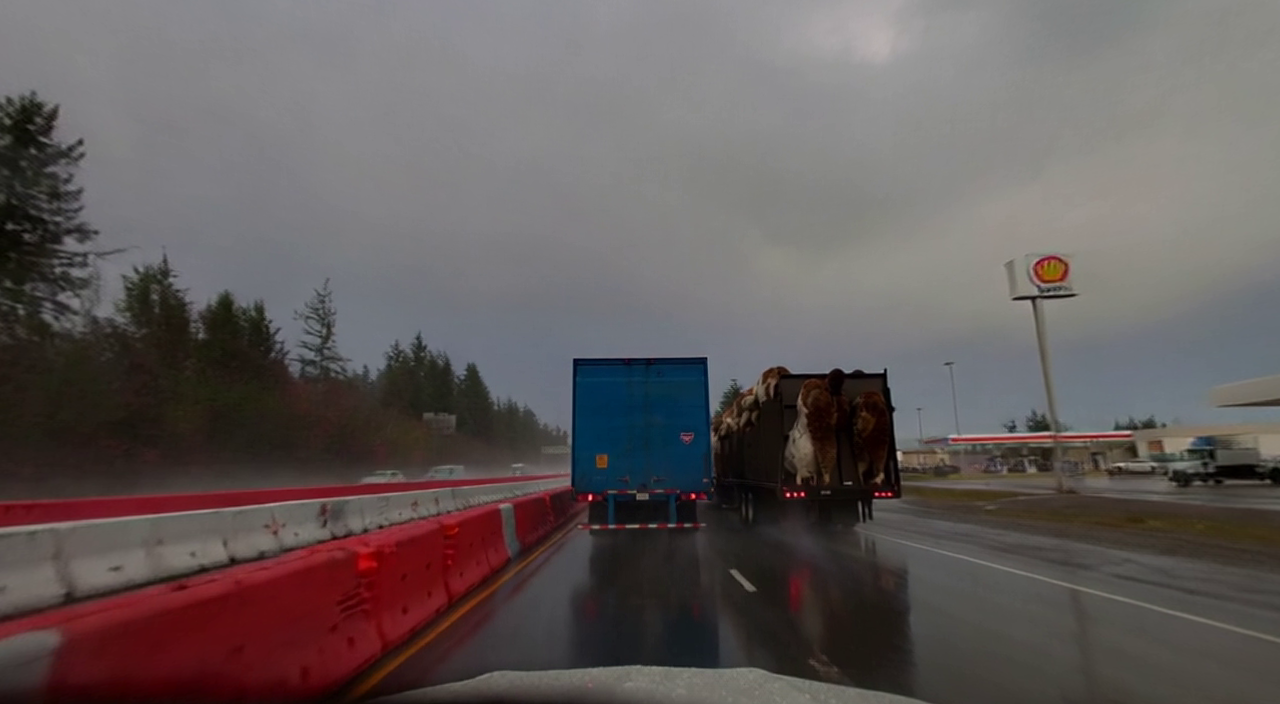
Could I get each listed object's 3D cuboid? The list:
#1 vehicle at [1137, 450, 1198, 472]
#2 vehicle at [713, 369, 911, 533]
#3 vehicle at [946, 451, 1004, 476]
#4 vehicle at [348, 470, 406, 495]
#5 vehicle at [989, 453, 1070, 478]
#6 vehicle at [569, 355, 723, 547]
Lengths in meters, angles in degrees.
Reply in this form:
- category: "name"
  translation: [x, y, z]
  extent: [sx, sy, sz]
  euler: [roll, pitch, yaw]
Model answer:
- category: "vehicle"
  translation: [37.024, 7.659, 44.200]
  extent: [4.315, 1.469, 1.823]
  euler: [7, -12, -31]
- category: "vehicle"
  translation: [4.426, 3.074, 19.000]
  extent: [2.936, 3.640, 9.443]
  euler: [1, -10, -2]
- category: "vehicle"
  translation: [24.698, 8.238, 46.569]
  extent: [1.919, 1.722, 4.024]
  euler: [1, -10, -2]
- category: "vehicle"
  translation: [-16.839, 8.367, 40.588]
  extent: [1.892, 1.507, 4.458]
  euler: [1, -10, -1]
- category: "vehicle"
  translation: [24.576, 7.215, 39.947]
  extent: [1.762, 1.470, 4.485]
  euler: [3, -11, -10]
- category: "vehicle"
  translation: [0.046, 2.482, 15.316]
  extent: [2.618, 3.306, 8.676]
  euler: [1, -10, -1]
